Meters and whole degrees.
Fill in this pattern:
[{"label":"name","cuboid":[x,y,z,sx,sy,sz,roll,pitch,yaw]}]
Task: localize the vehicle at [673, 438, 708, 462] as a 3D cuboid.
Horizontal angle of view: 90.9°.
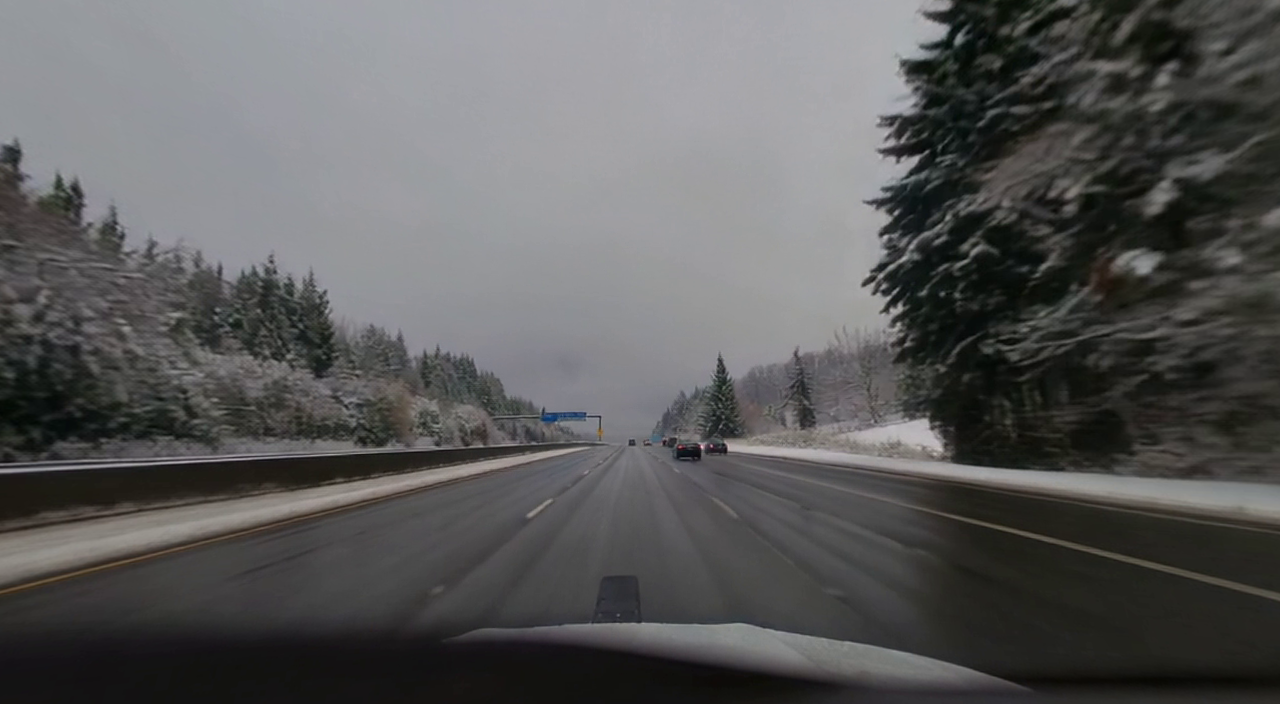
[{"label":"vehicle","cuboid":[3.276,6.365,41.324,1.819,1.468,3.770,0,-8,-2]}]
